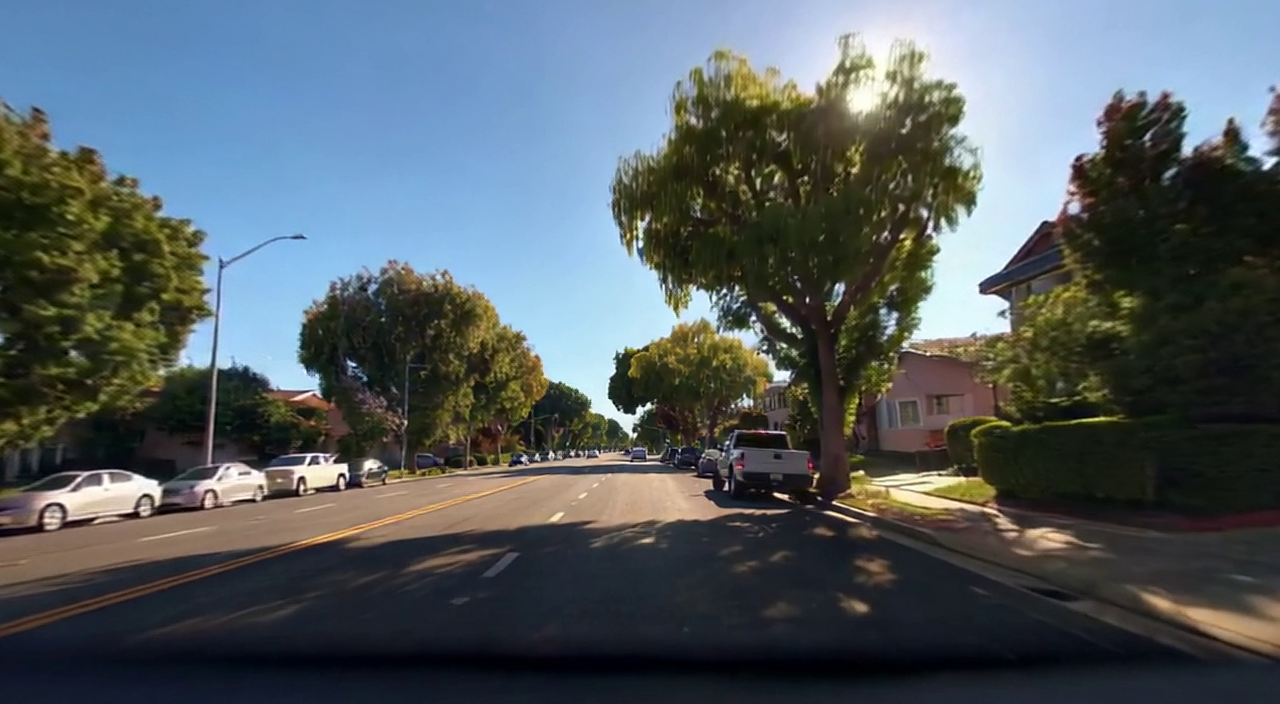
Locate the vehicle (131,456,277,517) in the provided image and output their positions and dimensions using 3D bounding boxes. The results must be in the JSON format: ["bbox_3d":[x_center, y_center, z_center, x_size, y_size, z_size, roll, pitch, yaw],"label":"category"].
[{"bbox_3d":[-13.890,4.256,20.472,1.772,1.736,4.020,0,-9,1],"label":"vehicle"}]

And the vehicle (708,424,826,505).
[{"bbox_3d":[3.567,3.354,19.238,2.327,2.026,6.259,0,-9,0],"label":"vehicle"}]

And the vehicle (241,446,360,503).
[{"bbox_3d":[-13.944,5.049,26.405,2.213,1.903,5.326,-4,-9,-2],"label":"vehicle"}]

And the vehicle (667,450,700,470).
[{"bbox_3d":[3.347,8.431,49.656,2.158,1.477,5.135,0,-9,0],"label":"vehicle"}]

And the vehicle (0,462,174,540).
[{"bbox_3d":[-13.923,3.560,15.441,2.017,1.574,4.024,-4,-10,-1],"label":"vehicle"}]
